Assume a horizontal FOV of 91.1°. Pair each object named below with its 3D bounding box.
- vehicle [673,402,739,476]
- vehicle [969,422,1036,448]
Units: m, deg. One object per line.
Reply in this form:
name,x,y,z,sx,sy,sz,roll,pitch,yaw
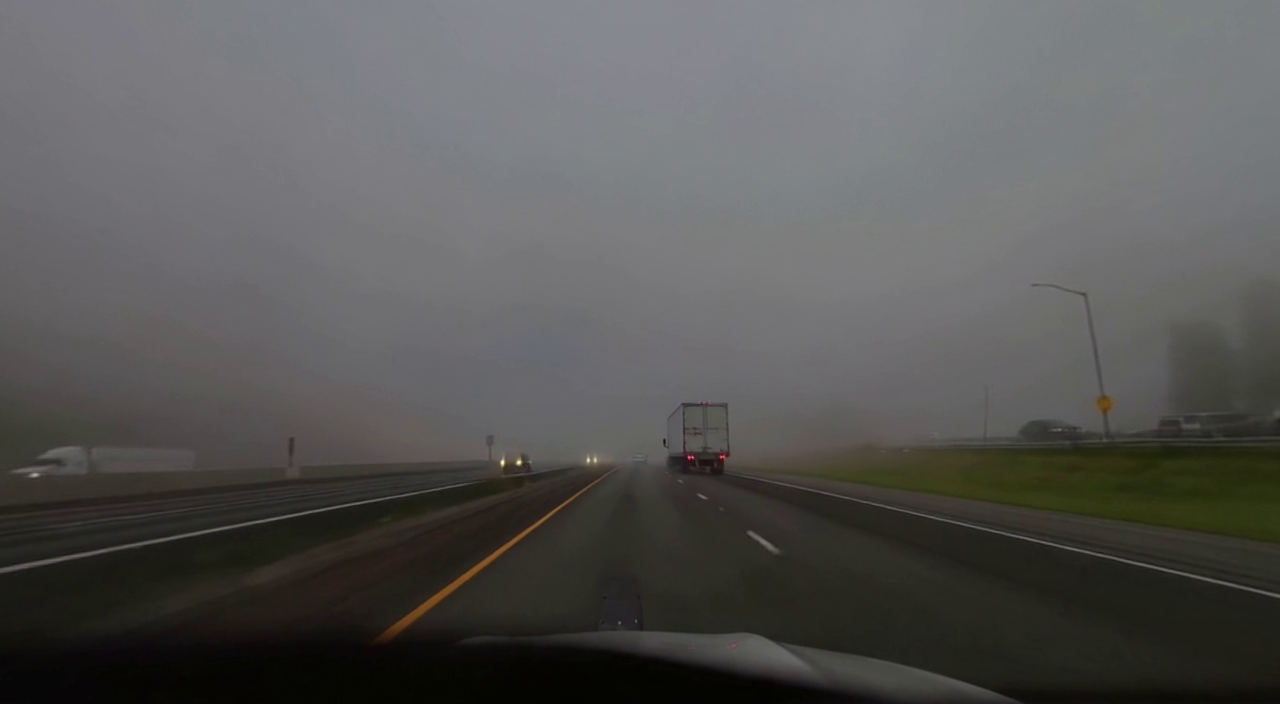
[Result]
vehicle,4.113,5.944,42.374,3.185,4.154,12.638,0,-9,0
vehicle,22.726,5.252,39.609,1.800,1.506,3.851,0,-9,-2
